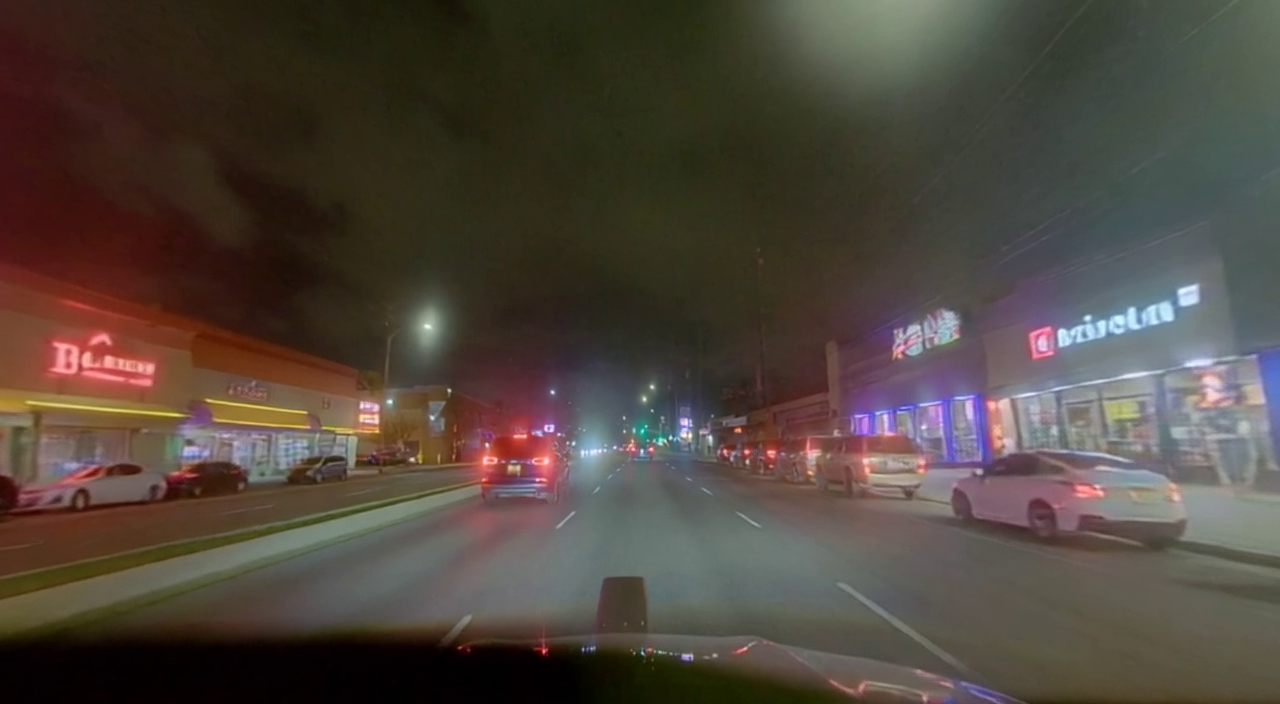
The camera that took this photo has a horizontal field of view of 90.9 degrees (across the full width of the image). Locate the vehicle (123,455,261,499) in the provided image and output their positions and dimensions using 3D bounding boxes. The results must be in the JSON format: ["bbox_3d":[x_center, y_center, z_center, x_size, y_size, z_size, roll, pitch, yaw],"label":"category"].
[{"bbox_3d":[-17.242,4.796,24.600,2.046,1.458,4.539,0,-9,0],"label":"vehicle"}]

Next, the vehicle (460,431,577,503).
[{"bbox_3d":[-3.027,2.982,16.788,2.049,1.646,4.445,-1,-9,2],"label":"vehicle"}]

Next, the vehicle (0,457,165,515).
[{"bbox_3d":[-17.335,4.026,19.391,1.800,1.470,4.548,0,-9,2],"label":"vehicle"}]

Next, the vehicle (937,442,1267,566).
[{"bbox_3d":[6.629,2.166,9.829,1.871,1.478,4.272,0,-9,0],"label":"vehicle"}]

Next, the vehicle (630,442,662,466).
[{"bbox_3d":[0.379,6.887,42.652,2.037,1.484,4.073,0,-9,0],"label":"vehicle"}]

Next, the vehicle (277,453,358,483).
[{"bbox_3d":[-17.209,6.183,33.953,1.894,1.458,4.565,0,-9,1],"label":"vehicle"}]

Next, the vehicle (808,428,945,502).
[{"bbox_3d":[6.674,3.257,18.605,2.005,1.858,5.253,0,-9,0],"label":"vehicle"}]
